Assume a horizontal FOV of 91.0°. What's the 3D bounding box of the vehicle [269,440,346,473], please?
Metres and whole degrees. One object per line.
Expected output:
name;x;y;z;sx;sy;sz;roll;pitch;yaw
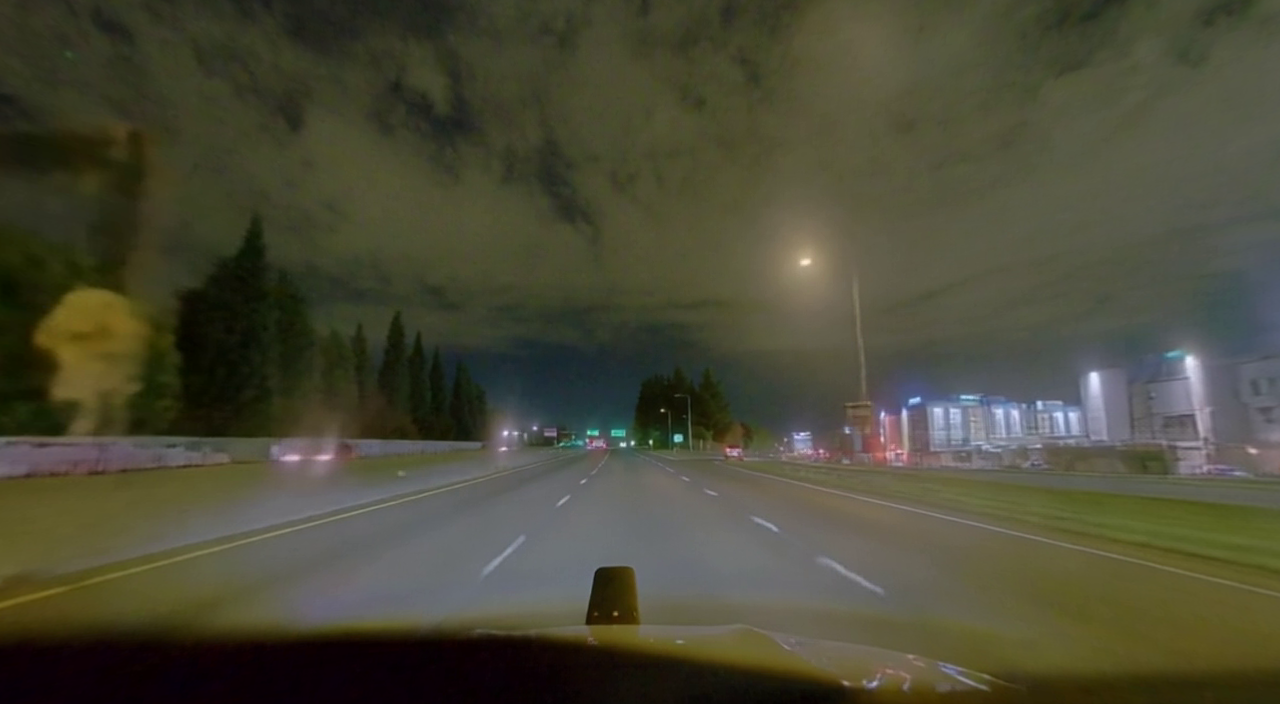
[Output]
vehicle;-16.455;5.155;31.343;1.748;1.478;3.824;0;-8;-1
